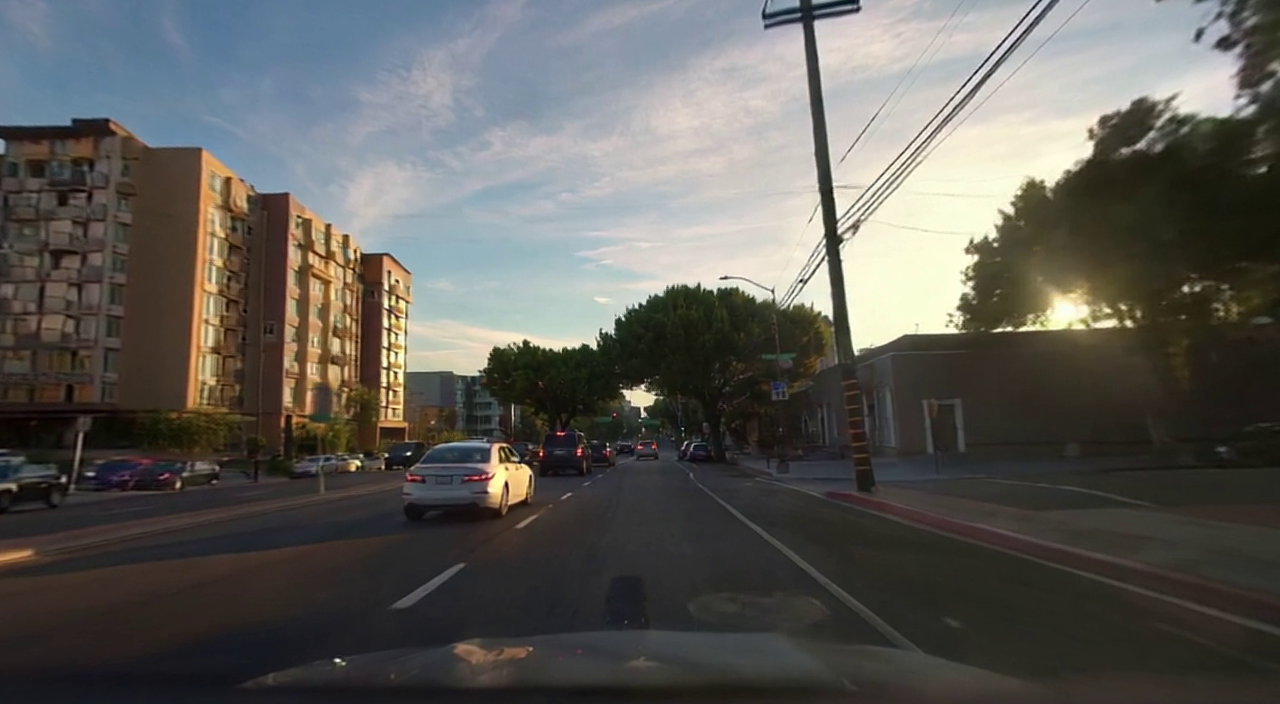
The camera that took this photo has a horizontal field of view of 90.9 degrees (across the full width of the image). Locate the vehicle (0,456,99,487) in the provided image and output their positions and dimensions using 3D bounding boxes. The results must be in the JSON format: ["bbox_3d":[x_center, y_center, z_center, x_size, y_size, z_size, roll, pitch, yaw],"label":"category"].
[{"bbox_3d":[-34.293,6.883,36.496,1.868,1.591,4.503,0,-9,0],"label":"vehicle"}]

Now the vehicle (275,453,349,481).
[{"bbox_3d":[-19.641,6.893,38.013,1.878,1.472,4.736,0,-9,1],"label":"vehicle"}]

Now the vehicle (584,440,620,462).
[{"bbox_3d":[-2.646,7.072,45.029,2.246,1.481,4.146,0,-9,2],"label":"vehicle"}]

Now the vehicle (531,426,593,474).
[{"bbox_3d":[-3.438,4.421,28.611,2.152,1.987,4.527,0,-9,1],"label":"vehicle"}]

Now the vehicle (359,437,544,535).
[{"bbox_3d":[-3.055,2.267,11.307,1.959,1.406,4.272,0,-9,1],"label":"vehicle"}]

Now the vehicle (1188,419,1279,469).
[{"bbox_3d":[22.506,3.299,22.550,3.857,1.679,2.044,0,-9,-1],"label":"vehicle"}]

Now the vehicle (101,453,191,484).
[{"bbox_3d":[-28.669,6.744,36.768,1.859,1.614,4.102,0,-9,1],"label":"vehicle"}]
